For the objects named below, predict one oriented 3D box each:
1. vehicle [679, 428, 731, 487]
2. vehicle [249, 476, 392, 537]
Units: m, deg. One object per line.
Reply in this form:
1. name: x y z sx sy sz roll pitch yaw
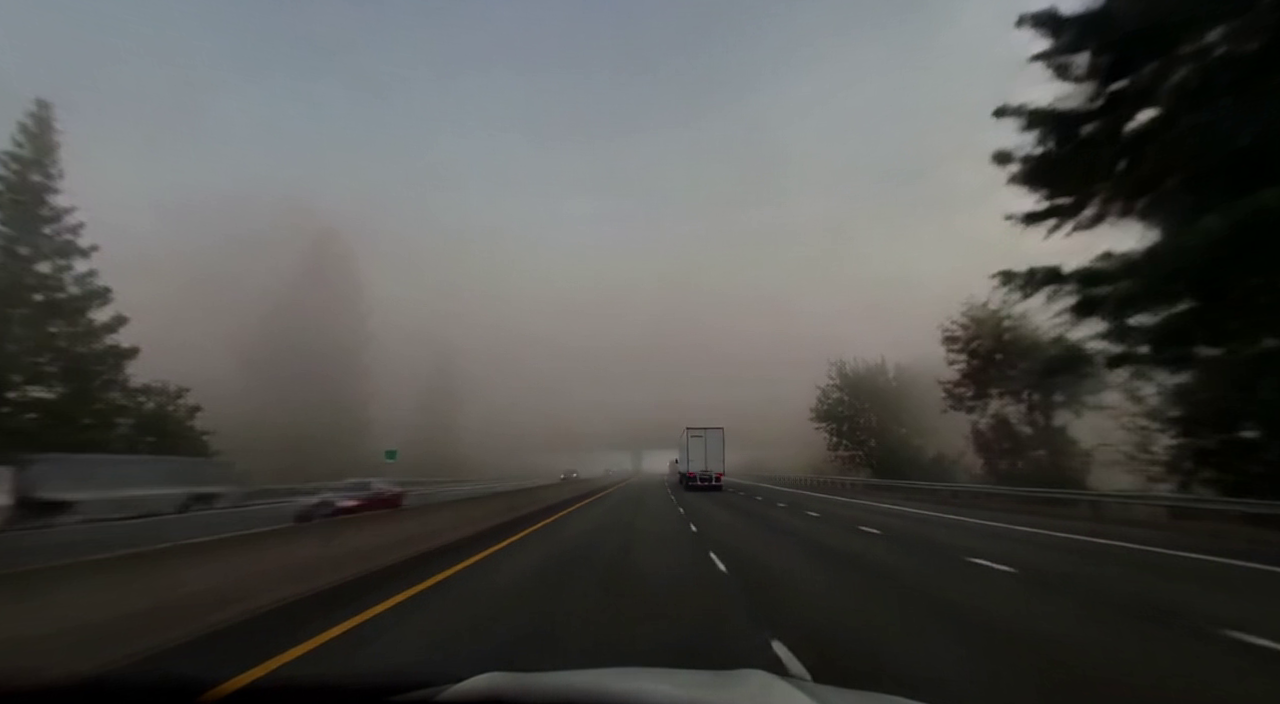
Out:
1. vehicle: 4.903 8.400 49.658 3.054 4.005 11.895 0 -10 1
2. vehicle: -9.167 4.435 18.573 1.883 1.455 4.271 1 -10 1
